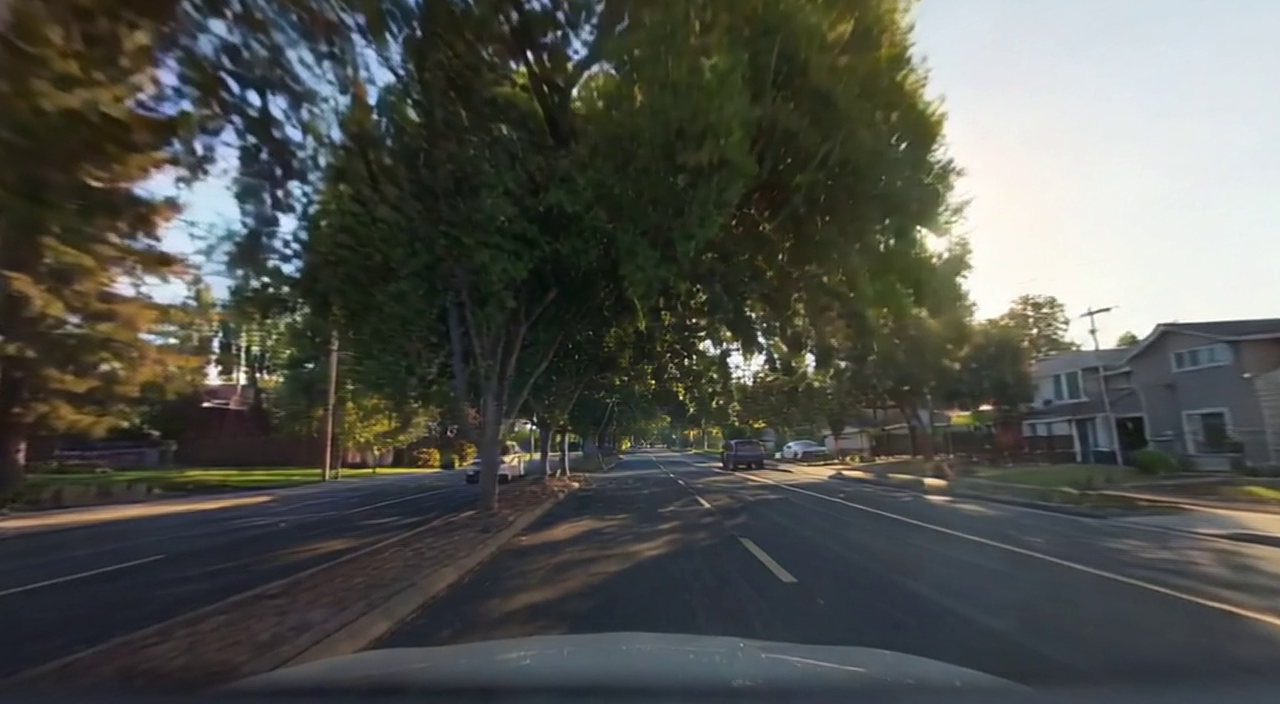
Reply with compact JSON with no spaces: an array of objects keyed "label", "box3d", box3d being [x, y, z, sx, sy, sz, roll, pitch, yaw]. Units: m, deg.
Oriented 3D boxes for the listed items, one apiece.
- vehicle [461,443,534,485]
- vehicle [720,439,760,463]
[{"label":"vehicle","box3d":[-5.573,4.436,25.228,1.962,1.471,4.336,-2,-9,0]},{"label":"vehicle","box3d":[7.398,7.394,47.012,2.087,1.701,4.435,0,-9,-2]}]
